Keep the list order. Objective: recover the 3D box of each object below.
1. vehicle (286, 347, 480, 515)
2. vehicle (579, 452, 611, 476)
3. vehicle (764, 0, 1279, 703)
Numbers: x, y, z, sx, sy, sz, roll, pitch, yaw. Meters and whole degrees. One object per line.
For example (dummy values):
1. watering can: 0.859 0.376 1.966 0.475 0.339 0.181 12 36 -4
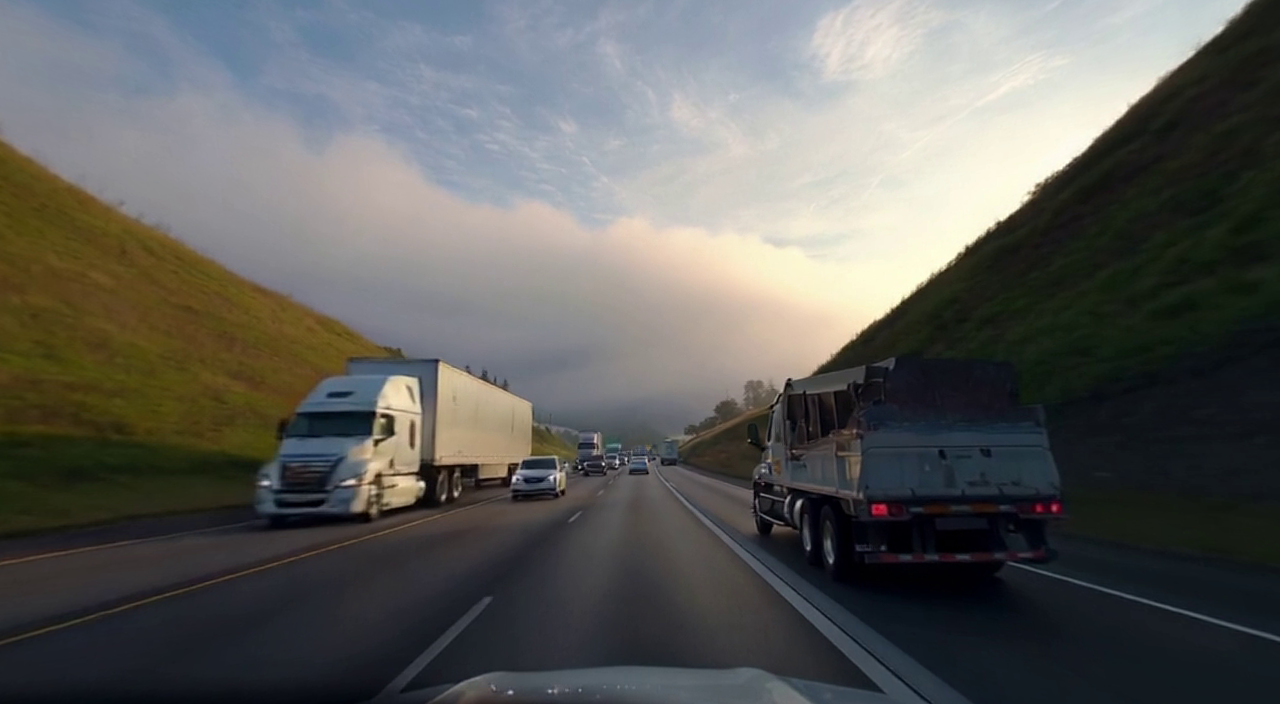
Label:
1. vehicle: -6.815 2.301 17.953 2.910 3.989 5.837 0 -9 0
2. vehicle: -3.353 8.400 47.388 2.008 1.671 4.126 0 -9 1
3. vehicle: 3.248 -0.238 2.311 2.845 4.071 14.008 0 -9 0
